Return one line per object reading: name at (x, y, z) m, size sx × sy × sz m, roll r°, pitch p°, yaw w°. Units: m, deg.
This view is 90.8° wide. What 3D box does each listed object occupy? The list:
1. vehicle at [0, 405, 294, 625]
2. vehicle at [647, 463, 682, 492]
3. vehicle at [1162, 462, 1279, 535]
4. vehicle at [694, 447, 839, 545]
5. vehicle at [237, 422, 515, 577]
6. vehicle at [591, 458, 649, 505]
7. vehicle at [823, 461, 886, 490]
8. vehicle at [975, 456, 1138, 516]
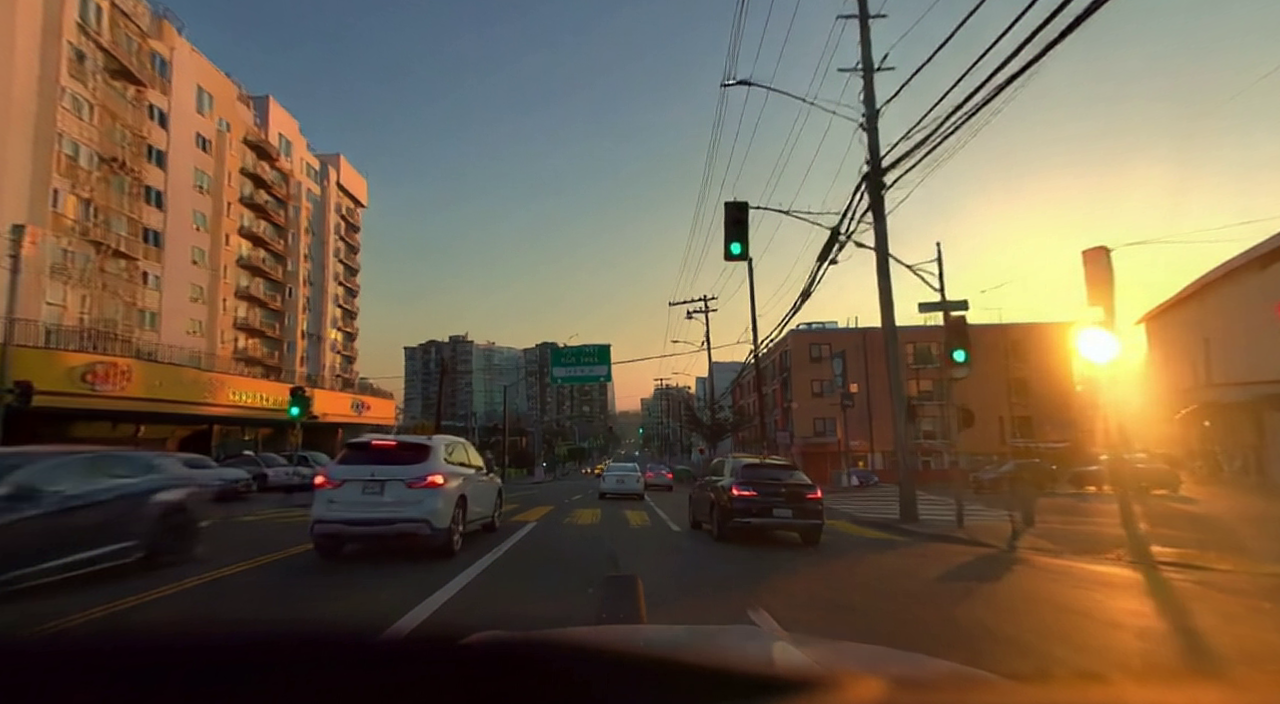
vehicle at (-6.359, 1.642, 7.230) m, size 2.115 × 1.794 × 4.757 m, roll 0°, pitch -8°, yaw -1°
vehicle at (1.564, 8.202, 41.609) m, size 1.953 × 1.687 × 4.094 m, roll 0°, pitch -8°, yaw -3°
vehicle at (15.801, 3.626, 16.070) m, size 1.959 × 1.482 × 4.664 m, roll -2°, pitch -9°, yaw 14°
vehicle at (2.374, 2.806, 13.092) m, size 1.945 × 1.647 × 4.160 m, roll 0°, pitch -8°, yaw -3°
vehicle at (-3.389, 1.974, 9.345) m, size 2.221 × 1.706 × 4.451 m, roll 0°, pitch -8°, yaw -1°
vehicle at (-0.712, 4.804, 23.826) m, size 1.999 × 1.487 × 3.939 m, roll 0°, pitch -8°, yaw -1°
vehicle at (12.834, 7.396, 38.196) m, size 1.846 × 1.480 × 4.649 m, roll 0°, pitch -8°, yaw -5°
vehicle at (12.231, 3.866, 18.599) m, size 4.048 × 1.539 × 1.820 m, roll 3°, pitch -9°, yaw -19°
